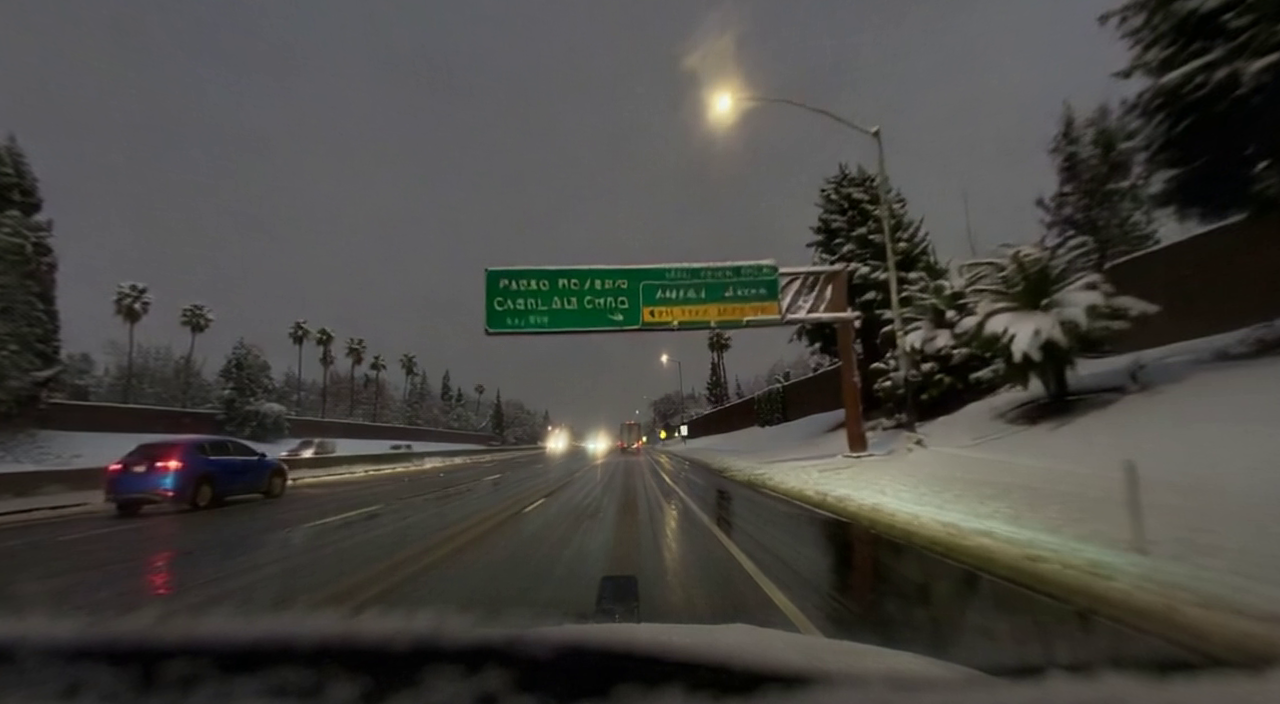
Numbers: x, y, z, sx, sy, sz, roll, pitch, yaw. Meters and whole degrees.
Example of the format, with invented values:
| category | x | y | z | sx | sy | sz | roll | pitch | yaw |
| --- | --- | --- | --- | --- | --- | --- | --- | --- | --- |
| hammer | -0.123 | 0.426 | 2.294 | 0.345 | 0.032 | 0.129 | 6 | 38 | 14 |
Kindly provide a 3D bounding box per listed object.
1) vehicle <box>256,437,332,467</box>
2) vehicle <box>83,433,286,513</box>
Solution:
| category | x | y | z | sx | sy | sz | roll | pitch | yaw |
| --- | --- | --- | --- | --- | --- | --- | --- | --- | --- |
| vehicle | -23.534 | 6.820 | 43.287 | 2.127 | 1.901 | 5.585 | 0 | -8 | -1 |
| vehicle | -10.731 | 2.841 | 15.361 | 1.897 | 1.653 | 4.113 | 0 | -8 | -1 |
